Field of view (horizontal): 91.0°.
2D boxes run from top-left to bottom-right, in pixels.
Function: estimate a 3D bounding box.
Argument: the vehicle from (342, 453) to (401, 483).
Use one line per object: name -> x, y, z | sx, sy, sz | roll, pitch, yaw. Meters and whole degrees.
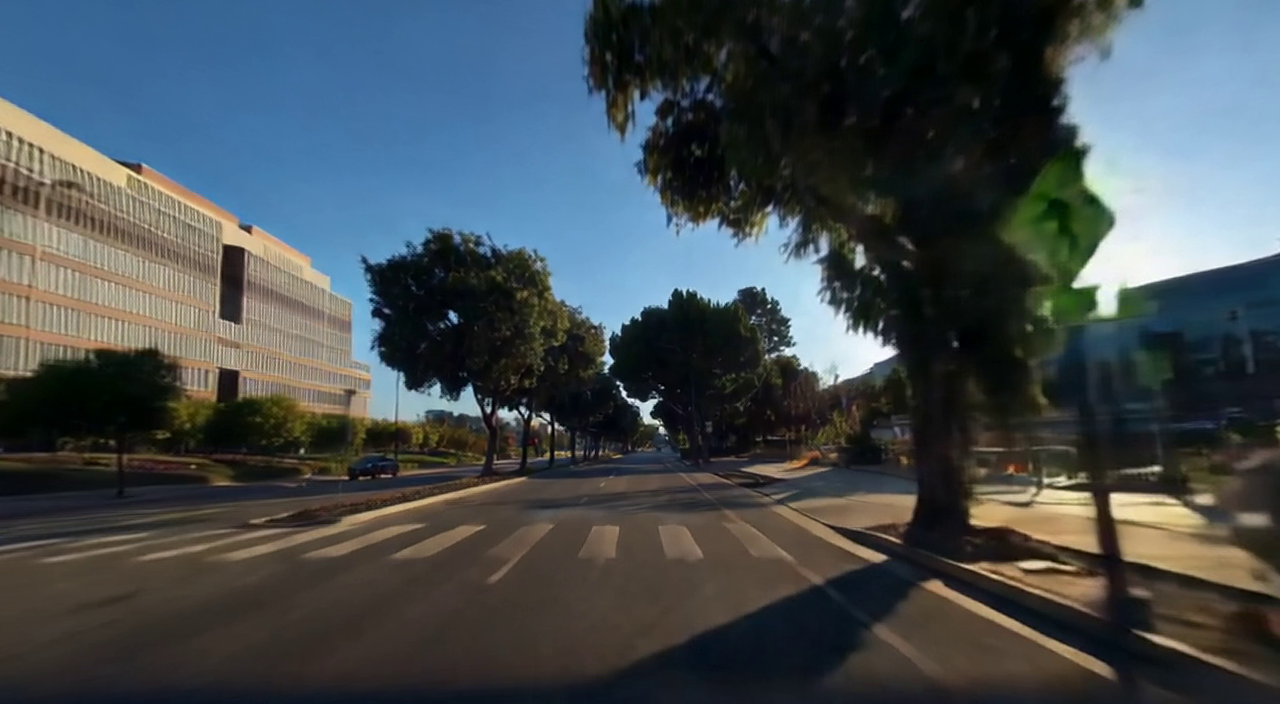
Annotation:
vehicle -> -16.690, 7.203, 39.381 | 1.807, 1.570, 4.557 | -4, -9, -1
